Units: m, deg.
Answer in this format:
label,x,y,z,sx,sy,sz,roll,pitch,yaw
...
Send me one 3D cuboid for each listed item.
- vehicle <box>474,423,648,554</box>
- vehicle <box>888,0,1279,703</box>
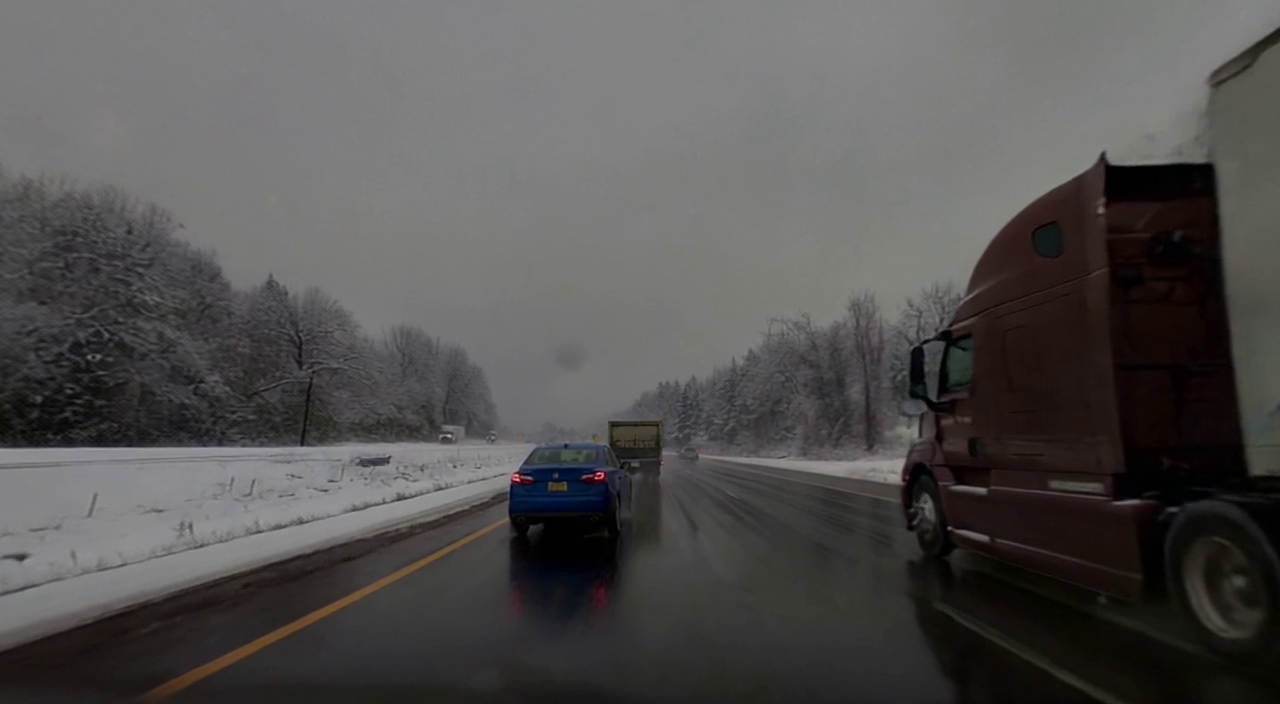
label,x,y,z,sx,sy,sz,roll,pitch,yaw
vehicle,-0.950,1.974,9.648,2.038,1.582,3.729,-1,-9,2
vehicle,4.875,0.054,5.375,2.982,4.187,6.008,0,-9,1
